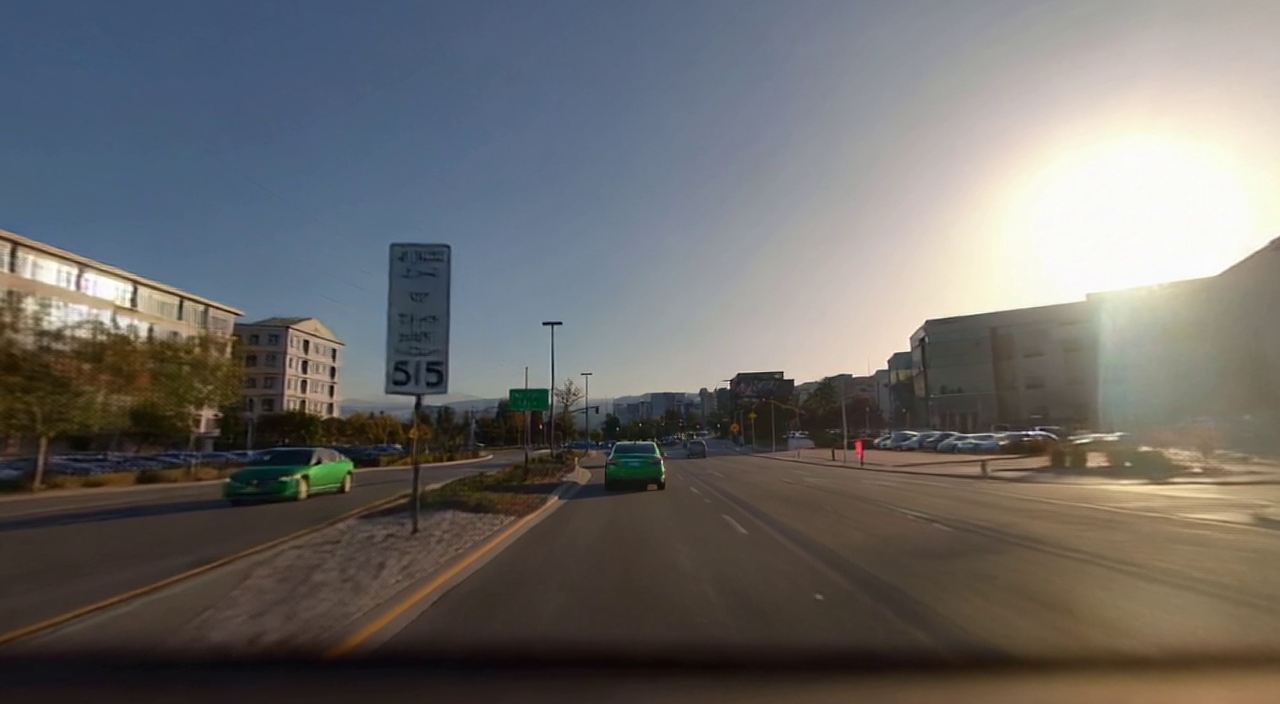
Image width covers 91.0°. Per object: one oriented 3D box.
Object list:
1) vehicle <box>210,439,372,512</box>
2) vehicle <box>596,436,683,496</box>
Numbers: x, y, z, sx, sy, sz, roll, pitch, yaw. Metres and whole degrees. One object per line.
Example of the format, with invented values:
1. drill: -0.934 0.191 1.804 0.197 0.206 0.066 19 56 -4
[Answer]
1. vehicle: -9.066 3.165 16.831 1.903 1.476 4.395 -6 -8 -1
2. vehicle: -0.055 3.101 17.522 2.126 1.475 3.967 0 -8 -1
